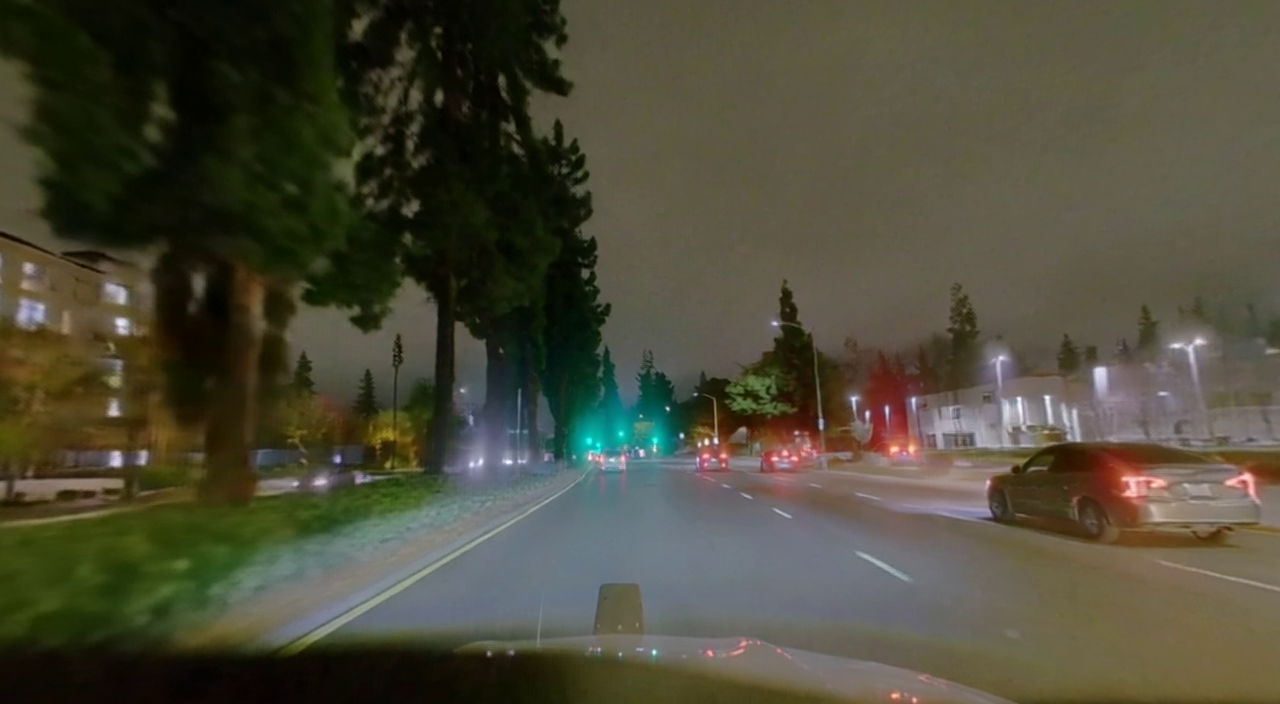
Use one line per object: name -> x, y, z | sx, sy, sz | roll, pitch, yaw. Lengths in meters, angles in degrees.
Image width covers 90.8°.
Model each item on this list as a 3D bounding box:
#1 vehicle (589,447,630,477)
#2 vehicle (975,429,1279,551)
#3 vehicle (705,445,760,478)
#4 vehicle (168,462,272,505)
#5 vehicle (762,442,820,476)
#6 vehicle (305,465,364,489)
vehicle -> -1.669, 5.884, 33.960 | 2.077, 1.477, 3.897 | 0, -8, -3
vehicle -> 7.704, 2.078, 10.306 | 1.888, 1.508, 4.646 | 0, -8, 0
vehicle -> 4.375, 5.234, 30.498 | 2.020, 1.472, 3.958 | 0, -8, -1
vehicle -> -19.655, 6.140, 29.856 | 2.013, 1.655, 4.604 | -2, -8, -4
vehicle -> 8.037, 5.699, 34.000 | 1.945, 1.687, 4.292 | 0, -8, -1
vehicle -> -19.960, 8.156, 41.401 | 1.769, 1.344, 3.947 | -1, -8, 2
